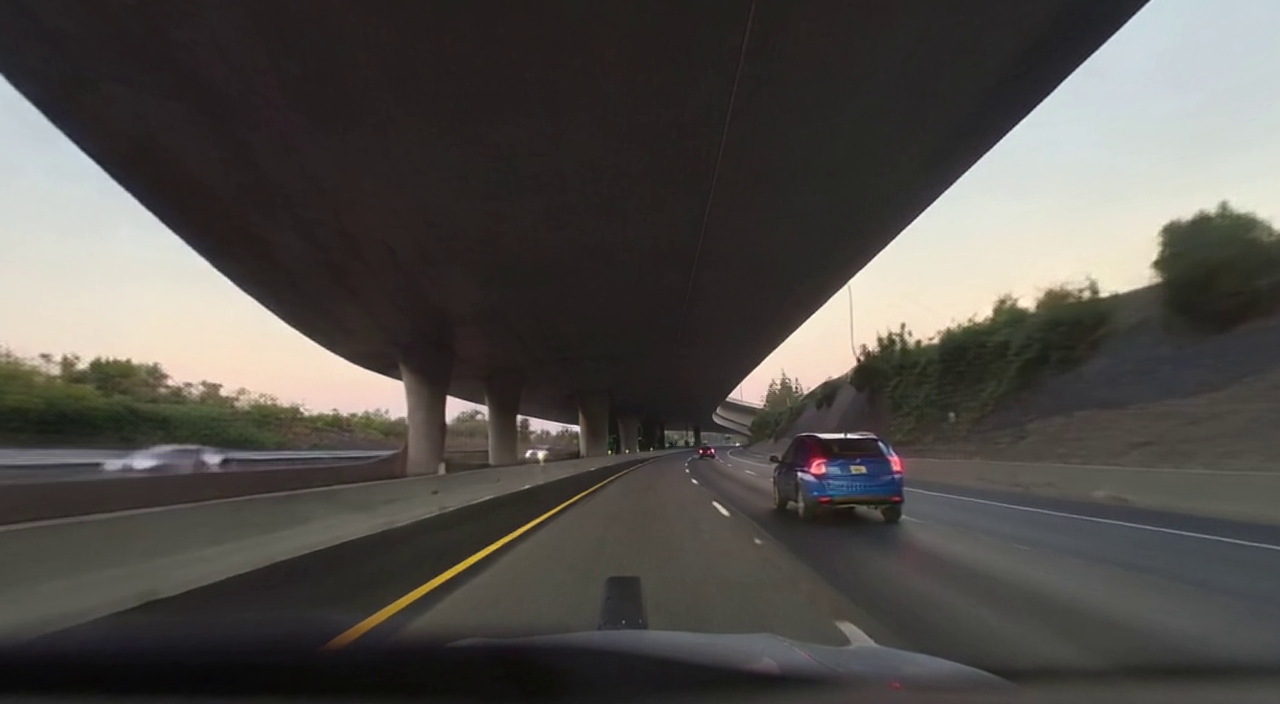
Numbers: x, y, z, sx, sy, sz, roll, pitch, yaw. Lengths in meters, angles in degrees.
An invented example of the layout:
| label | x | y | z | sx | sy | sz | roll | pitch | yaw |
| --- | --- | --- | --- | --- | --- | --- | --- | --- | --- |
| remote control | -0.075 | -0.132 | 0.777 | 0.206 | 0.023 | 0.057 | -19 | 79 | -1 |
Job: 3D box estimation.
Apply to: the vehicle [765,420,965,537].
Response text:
| label | x | y | z | sx | sy | sz | roll | pitch | yaw |
| --- | --- | --- | --- | --- | --- | --- | --- | --- | --- |
| vehicle | 3.826 | 2.231 | 11.724 | 2.143 | 1.730 | 4.303 | 0 | -9 | 0 |

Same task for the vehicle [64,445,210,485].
| label | x | y | z | sx | sy | sz | roll | pitch | yaw |
| --- | --- | --- | --- | --- | --- | --- | --- | --- | --- |
| vehicle | -20.402 | 4.575 | 25.907 | 1.947 | 1.480 | 4.663 | -1 | -9 | 3 |
